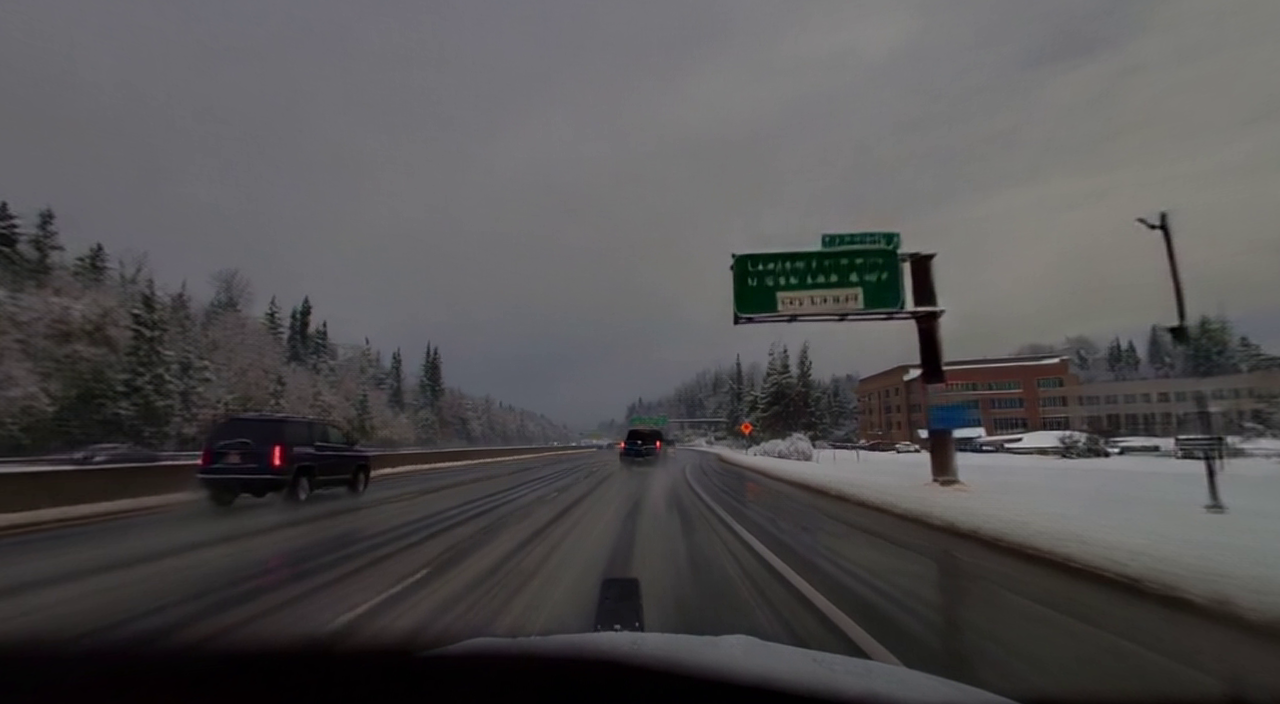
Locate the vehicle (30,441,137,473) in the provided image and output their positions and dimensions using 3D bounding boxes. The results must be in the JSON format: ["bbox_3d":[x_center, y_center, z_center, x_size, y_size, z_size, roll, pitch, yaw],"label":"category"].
[{"bbox_3d":[-35.915,6.780,41.008,2.163,1.933,5.256,0,-9,-1],"label":"vehicle"}]

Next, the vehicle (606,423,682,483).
[{"bbox_3d":[0.263,3.755,23.607,2.497,1.957,5.432,0,-9,3],"label":"vehicle"}]

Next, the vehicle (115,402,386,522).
[{"bbox_3d":[-7.452,2.192,13.017,2.289,1.955,5.147,0,-9,0],"label":"vehicle"}]
